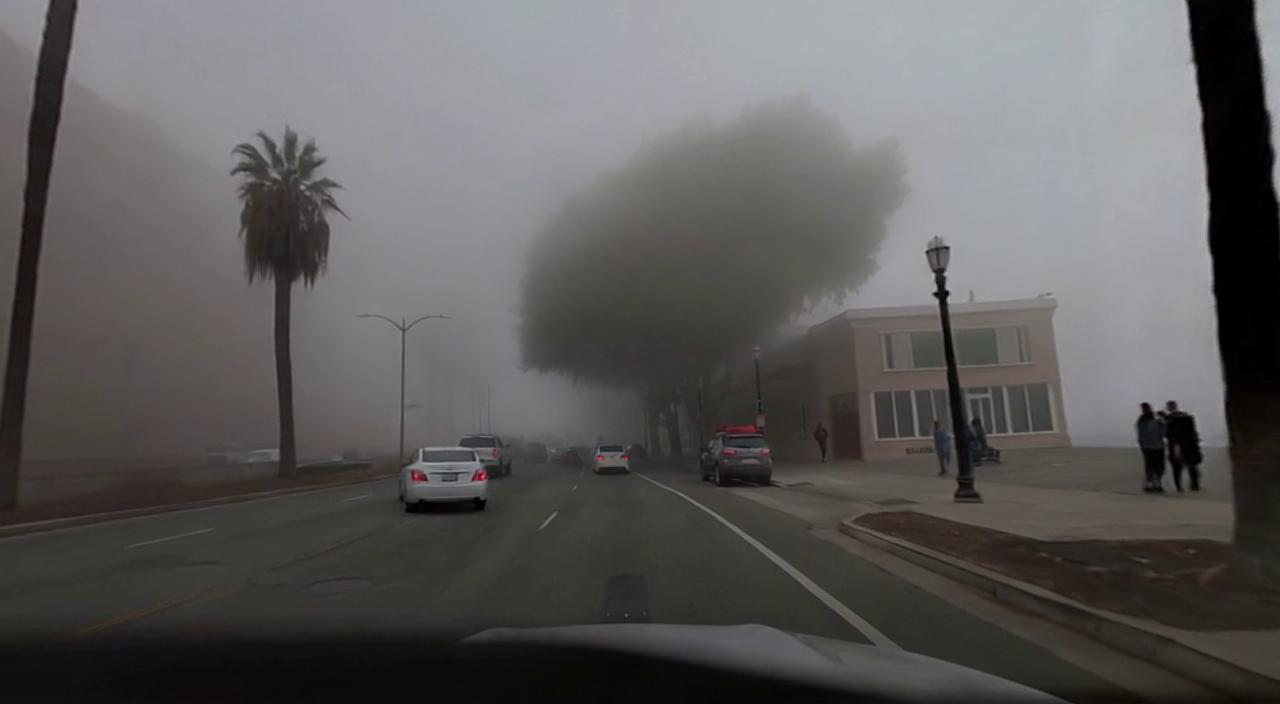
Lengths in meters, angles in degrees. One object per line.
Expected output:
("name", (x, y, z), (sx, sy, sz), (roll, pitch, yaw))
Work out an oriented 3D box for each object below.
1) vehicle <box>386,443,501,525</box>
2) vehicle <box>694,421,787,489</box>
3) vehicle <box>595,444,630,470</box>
("vehicle", (-4.552, 2.816, 14.139), (1.930, 1.477, 4.657), (3, -9, -23))
("vehicle", (3.468, 3.706, 22.883), (2.126, 2.167, 5.098), (0, -9, -5))
("vehicle", (-1.718, 6.425, 38.649), (1.972, 1.473, 4.000), (0, -9, -5))
